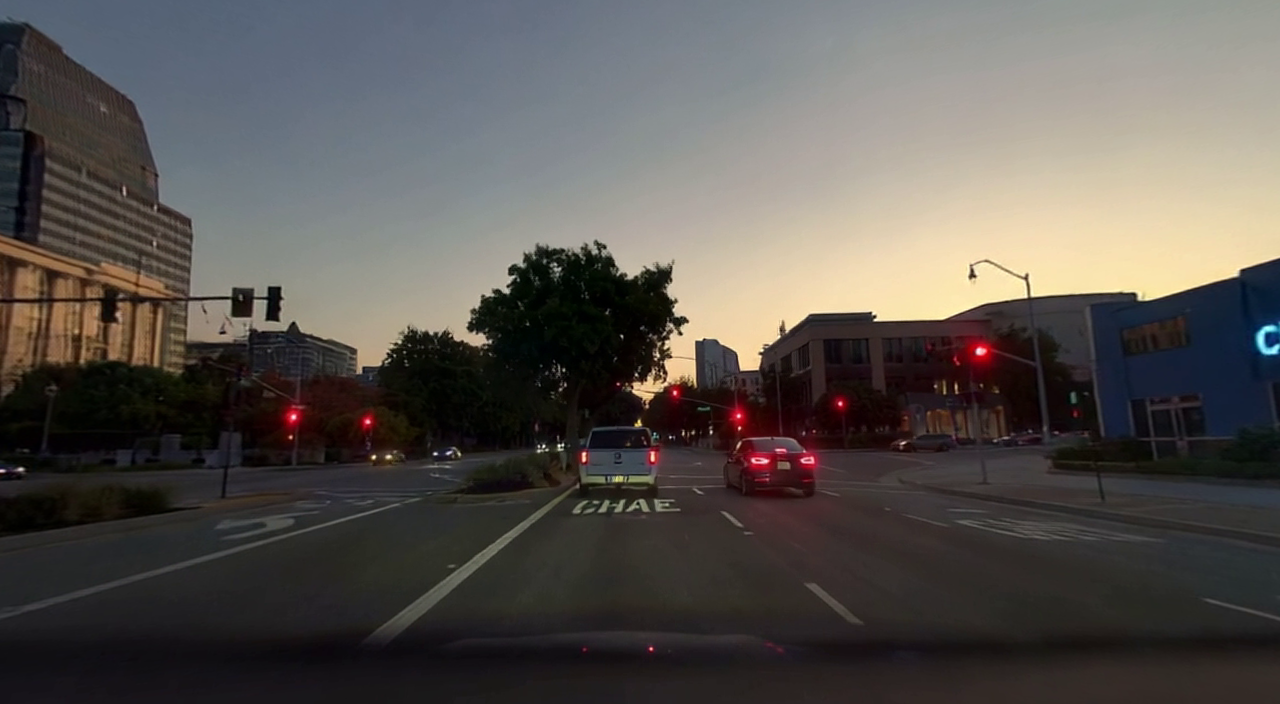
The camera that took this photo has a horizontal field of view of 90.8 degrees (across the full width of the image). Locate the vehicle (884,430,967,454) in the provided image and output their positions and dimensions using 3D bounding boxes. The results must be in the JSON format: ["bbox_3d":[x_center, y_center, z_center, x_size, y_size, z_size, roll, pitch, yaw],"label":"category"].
[{"bbox_3d":[19.452,6.157,43.200,4.851,1.517,1.720,0,-9,-3],"label":"vehicle"}]

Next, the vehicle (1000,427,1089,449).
[{"bbox_3d":[27.564,5.893,43.171,4.766,1.462,1.872,0,-9,0],"label":"vehicle"}]

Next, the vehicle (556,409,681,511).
[{"bbox_3d":[-0.410,2.330,13.950,2.313,1.860,4.319,0,-9,0],"label":"vehicle"}]

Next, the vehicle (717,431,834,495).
[{"bbox_3d":[3.423,2.914,16.909,2.080,1.472,4.401,0,-9,-1],"label":"vehicle"}]
